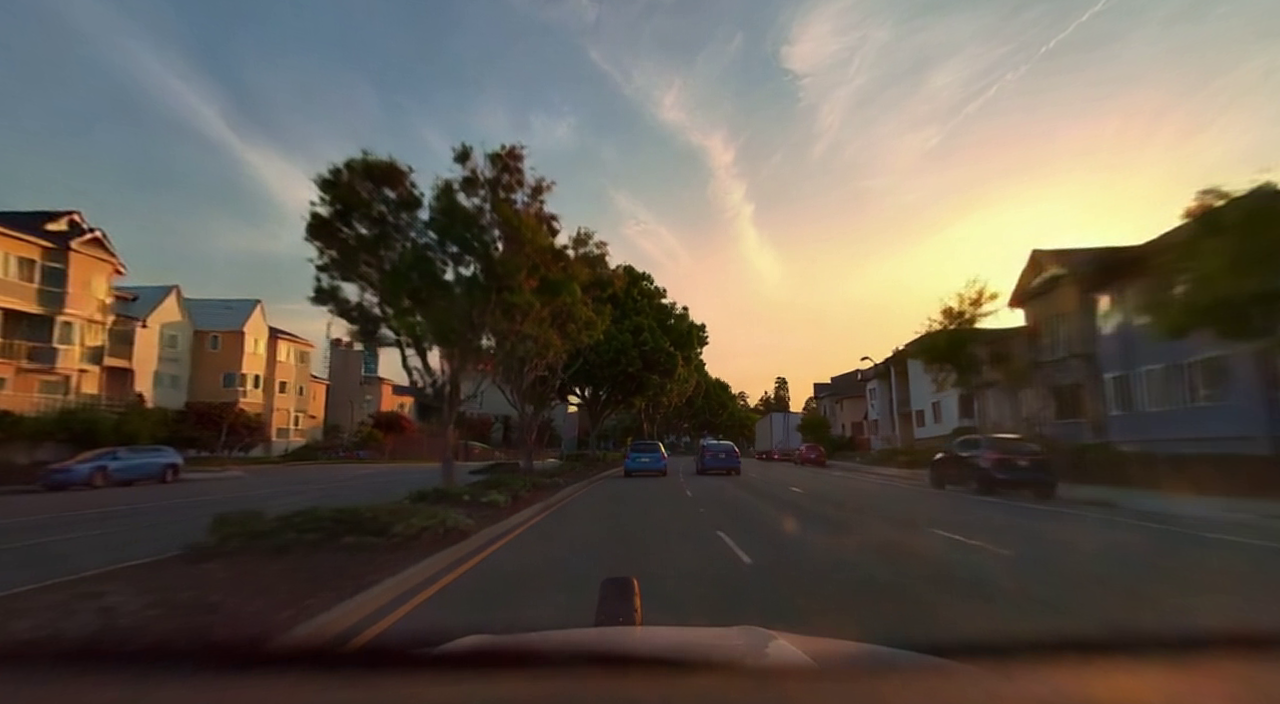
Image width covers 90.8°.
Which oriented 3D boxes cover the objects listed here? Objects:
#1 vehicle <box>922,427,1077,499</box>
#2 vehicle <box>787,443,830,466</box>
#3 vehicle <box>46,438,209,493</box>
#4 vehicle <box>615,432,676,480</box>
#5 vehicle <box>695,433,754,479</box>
[{"bbox_3d":[10.355,3.231,18.729,1.938,1.860,4.690,0,-9,2],"label":"vehicle"},{"bbox_3d":[11.618,7.092,43.872,1.901,1.496,4.948,-1,-9,4],"label":"vehicle"},{"bbox_3d":[-18.719,4.135,23.459,2.175,1.819,4.703,0,-8,-3],"label":"vehicle"},{"bbox_3d":[0.314,4.389,26.882,2.345,1.841,5.032,0,-9,2],"label":"vehicle"},{"bbox_3d":[3.588,4.529,27.698,2.033,1.823,4.409,0,-9,1],"label":"vehicle"}]
